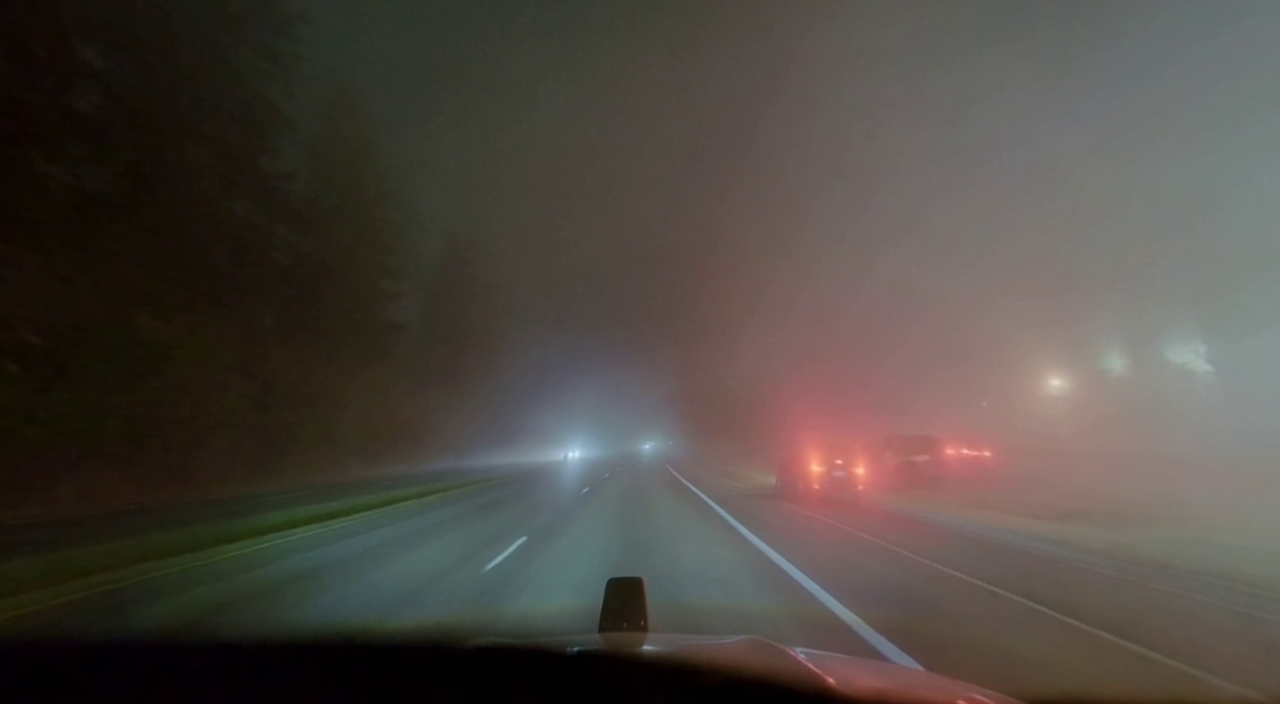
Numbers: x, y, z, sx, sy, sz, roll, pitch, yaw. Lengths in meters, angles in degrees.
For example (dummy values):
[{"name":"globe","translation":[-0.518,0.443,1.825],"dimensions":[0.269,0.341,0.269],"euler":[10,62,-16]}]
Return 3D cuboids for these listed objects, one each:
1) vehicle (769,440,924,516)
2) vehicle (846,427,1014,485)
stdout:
[{"name":"vehicle","translation":[4.628,2.878,15.025],"dimensions":[2.184,1.496,4.615],"euler":[0,-9,1]},{"name":"vehicle","translation":[10.124,3.674,22.333],"dimensions":[4.839,1.933,2.215],"euler":[1,-8,-3]}]
